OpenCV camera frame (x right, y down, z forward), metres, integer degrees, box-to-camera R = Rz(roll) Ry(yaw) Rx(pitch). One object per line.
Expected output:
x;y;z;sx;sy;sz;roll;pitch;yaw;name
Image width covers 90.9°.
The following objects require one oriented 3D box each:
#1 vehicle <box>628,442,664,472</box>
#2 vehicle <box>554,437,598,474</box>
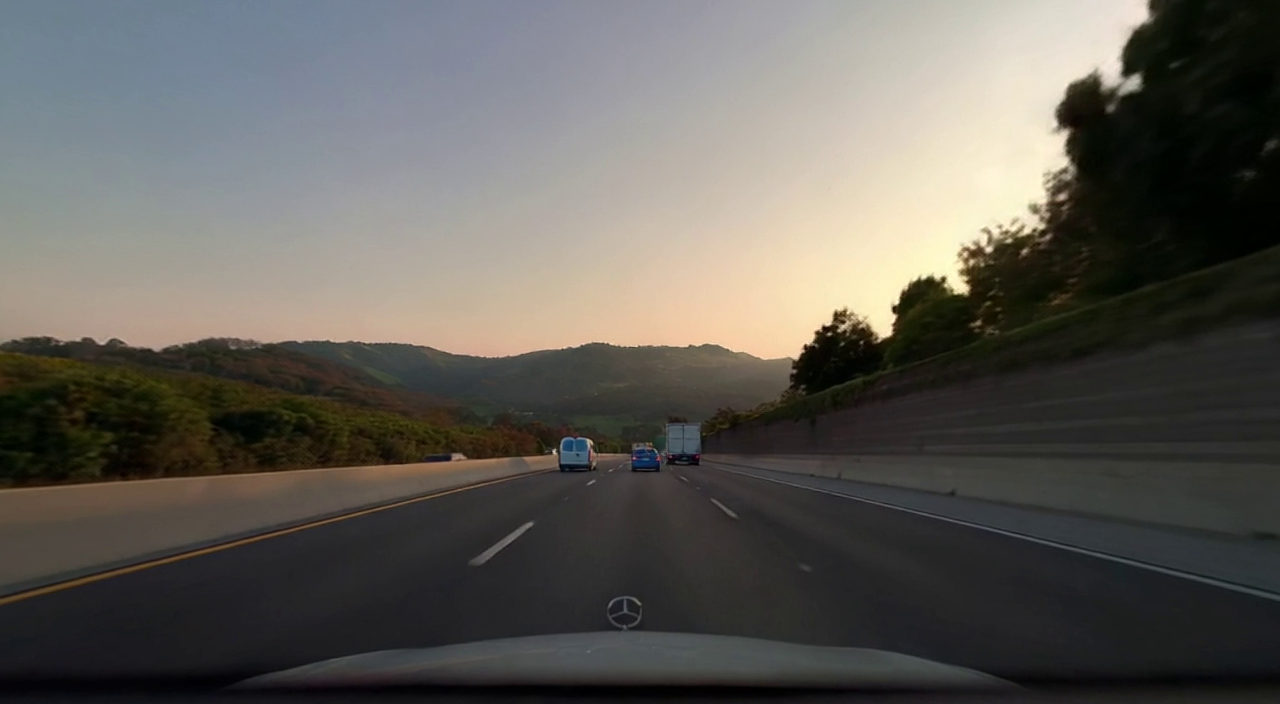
0.377;6.683;40.203;2.166;1.747;4.299;0;-9;1;vehicle
-3.681;6.036;37.032;1.955;2.004;4.792;-1;-9;1;vehicle
